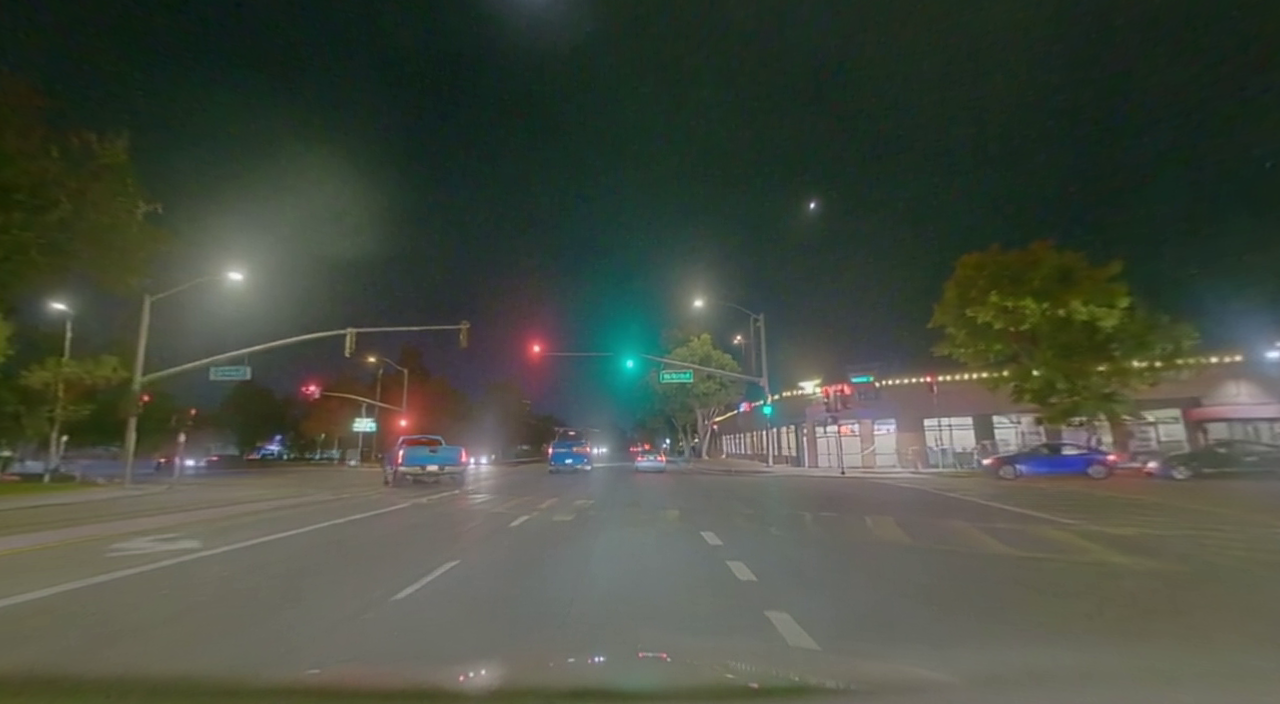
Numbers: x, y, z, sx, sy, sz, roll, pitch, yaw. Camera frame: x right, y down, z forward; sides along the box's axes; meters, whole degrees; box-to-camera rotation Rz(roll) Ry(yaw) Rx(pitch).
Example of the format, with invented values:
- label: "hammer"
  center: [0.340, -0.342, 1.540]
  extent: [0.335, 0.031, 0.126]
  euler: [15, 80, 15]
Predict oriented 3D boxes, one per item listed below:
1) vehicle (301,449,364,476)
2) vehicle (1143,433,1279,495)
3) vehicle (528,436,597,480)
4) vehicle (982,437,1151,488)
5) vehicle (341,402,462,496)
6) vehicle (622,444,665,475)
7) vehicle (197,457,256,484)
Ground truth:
- label: "vehicle"
  center: [-22.402, 7.950, 45.909]
  extent: [5.425, 1.787, 2.191]
  euler: [-8, -12, 43]
- label: "vehicle"
  center: [15.720, 2.807, 15.942]
  extent: [4.520, 1.455, 1.968]
  euler: [-6, -11, 35]
- label: "vehicle"
  center: [-3.350, 4.759, 28.611]
  extent: [2.464, 1.777, 5.128]
  euler: [0, -9, 0]
- label: "vehicle"
  center: [14.149, 3.656, 21.181]
  extent: [4.406, 1.512, 1.935]
  euler: [-6, -10, 35]
- label: "vehicle"
  center: [-7.533, 3.143, 20.611]
  extent: [2.507, 2.667, 4.567]
  euler: [1, -9, -6]
- label: "vehicle"
  center: [0.181, 5.551, 32.907]
  extent: [2.103, 1.487, 4.101]
  euler: [0, -9, 0]
- label: "vehicle"
  center: [-25.285, 7.172, 38.553]
  extent: [4.432, 1.480, 1.915]
  euler: [-8, -12, 43]
